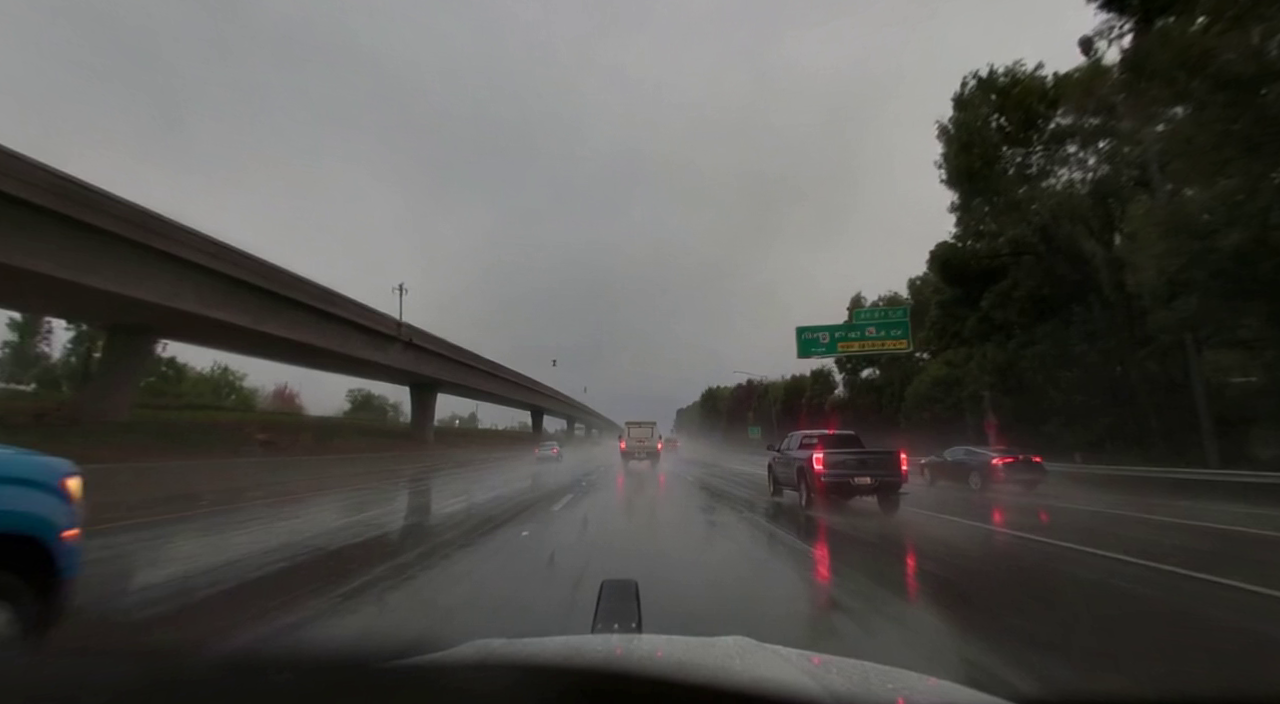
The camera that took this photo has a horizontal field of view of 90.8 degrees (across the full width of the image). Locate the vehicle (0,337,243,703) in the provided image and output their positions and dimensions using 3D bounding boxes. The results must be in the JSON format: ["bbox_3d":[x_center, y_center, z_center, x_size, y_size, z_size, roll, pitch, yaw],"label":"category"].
[{"bbox_3d":[-3.731,0.635,1.274,2.535,1.715,5.030,0,-9,1],"label":"vehicle"}]

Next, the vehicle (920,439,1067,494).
[{"bbox_3d":[10.607,3.439,19.394,1.961,1.480,4.331,0,-9,0],"label":"vehicle"}]

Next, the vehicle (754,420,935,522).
[{"bbox_3d":[3.723,2.261,12.428,2.119,1.653,4.000,0,-9,-1],"label":"vehicle"}]

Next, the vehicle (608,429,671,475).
[{"bbox_3d":[-0.042,4.533,28.777,2.572,1.837,5.693,0,-9,0],"label":"vehicle"}]
